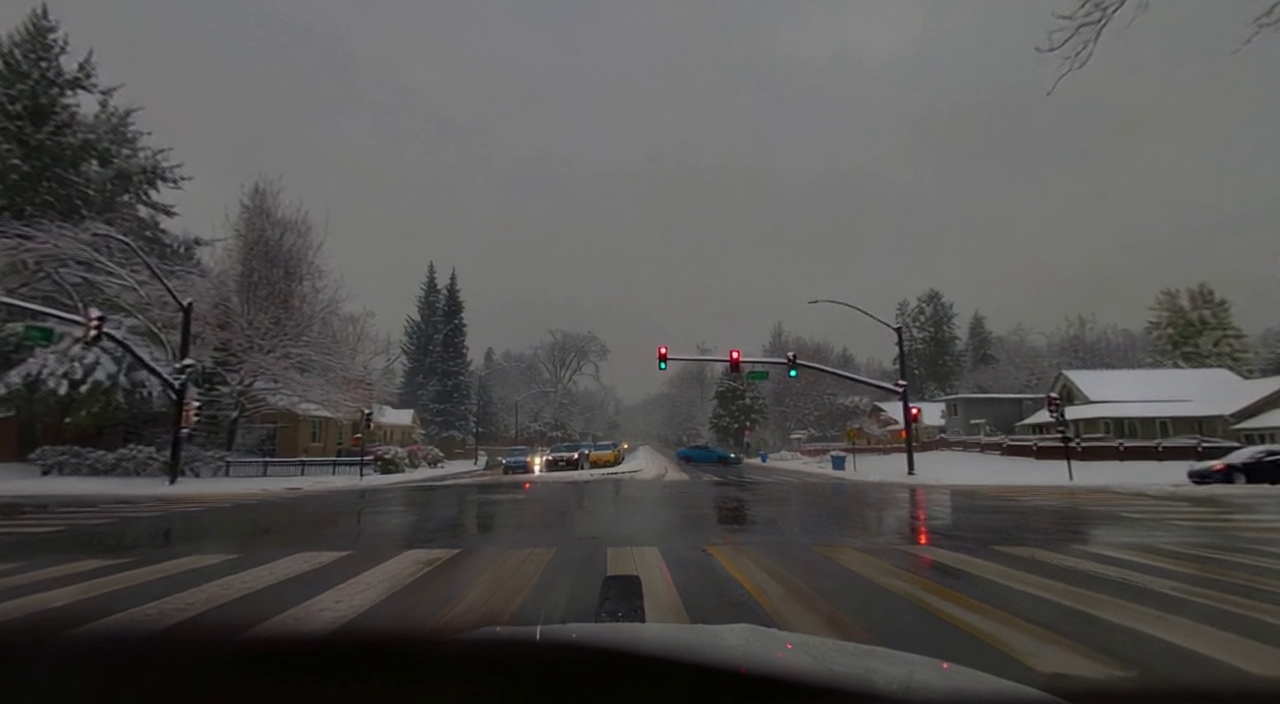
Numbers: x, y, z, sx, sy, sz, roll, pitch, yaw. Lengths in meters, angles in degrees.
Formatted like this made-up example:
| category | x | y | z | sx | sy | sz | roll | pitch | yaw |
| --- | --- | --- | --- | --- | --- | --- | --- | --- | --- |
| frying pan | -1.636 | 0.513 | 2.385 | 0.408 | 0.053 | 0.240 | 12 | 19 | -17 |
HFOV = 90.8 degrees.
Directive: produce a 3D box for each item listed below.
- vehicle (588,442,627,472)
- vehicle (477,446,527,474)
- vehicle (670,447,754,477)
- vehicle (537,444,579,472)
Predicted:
| category | x | y | z | sx | sy | sz | roll | pitch | yaw |
| --- | --- | --- | --- | --- | --- | --- | --- | --- | --- |
| vehicle | -2.073 | 6.952 | 41.976 | 2.355 | 1.868 | 5.125 | 0 | -9 | 0 |
| vehicle | -8.659 | 6.770 | 40.035 | 2.028 | 1.654 | 5.027 | 0 | -9 | 0 |
| vehicle | 3.724 | 5.750 | 33.218 | 4.118 | 1.491 | 2.046 | 0 | -8 | -1 |
| vehicle | -5.232 | 6.801 | 40.726 | 2.091 | 1.707 | 4.157 | 0 | -9 | 1 |
